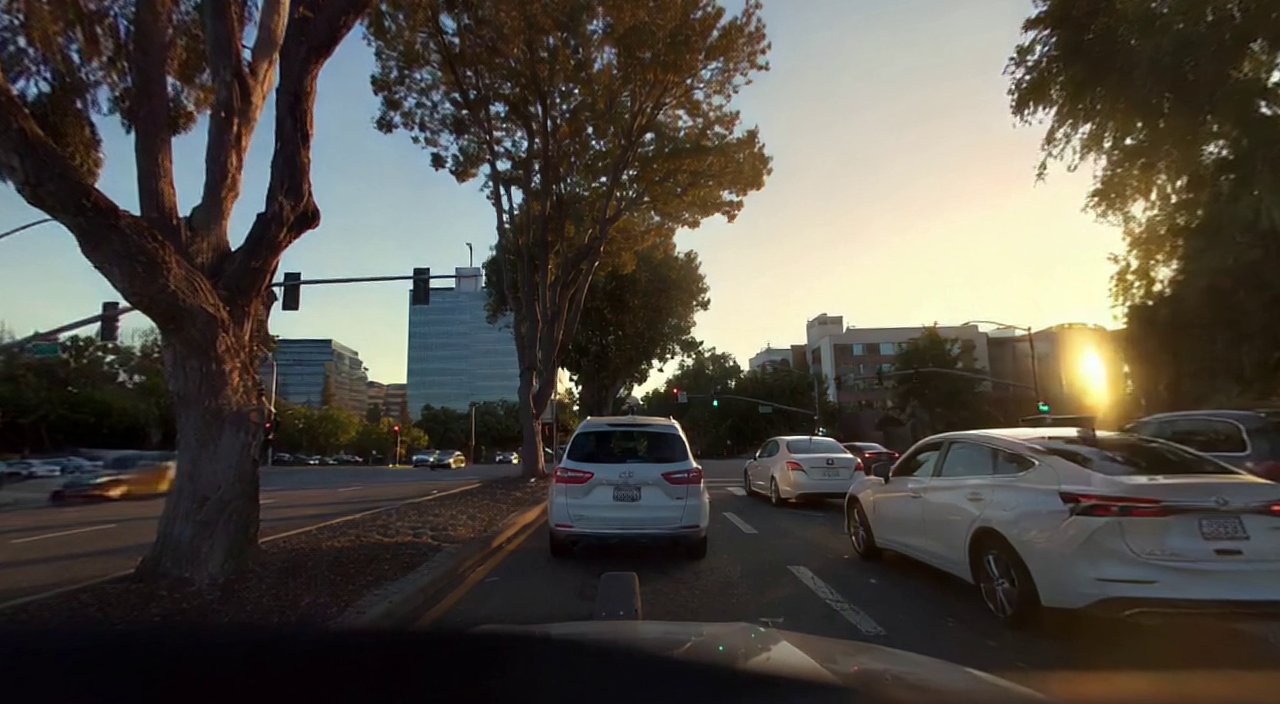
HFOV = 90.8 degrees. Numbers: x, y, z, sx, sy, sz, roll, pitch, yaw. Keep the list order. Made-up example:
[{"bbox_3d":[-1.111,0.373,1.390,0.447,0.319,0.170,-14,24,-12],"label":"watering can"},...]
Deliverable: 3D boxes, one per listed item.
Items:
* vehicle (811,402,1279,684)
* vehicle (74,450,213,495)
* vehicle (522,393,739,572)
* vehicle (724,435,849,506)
[{"bbox_3d":[3.361,1.425,6.000,2.034,1.558,4.774,0,-9,-1],"label":"vehicle"},{"bbox_3d":[-20.831,5.029,26.839,2.132,1.695,4.619,0,-8,-1],"label":"vehicle"},{"bbox_3d":[-0.169,1.671,8.778,2.236,1.827,4.316,0,-9,-2],"label":"vehicle"},{"bbox_3d":[3.493,2.921,15.989,2.004,1.523,4.263,0,-9,-2],"label":"vehicle"}]
